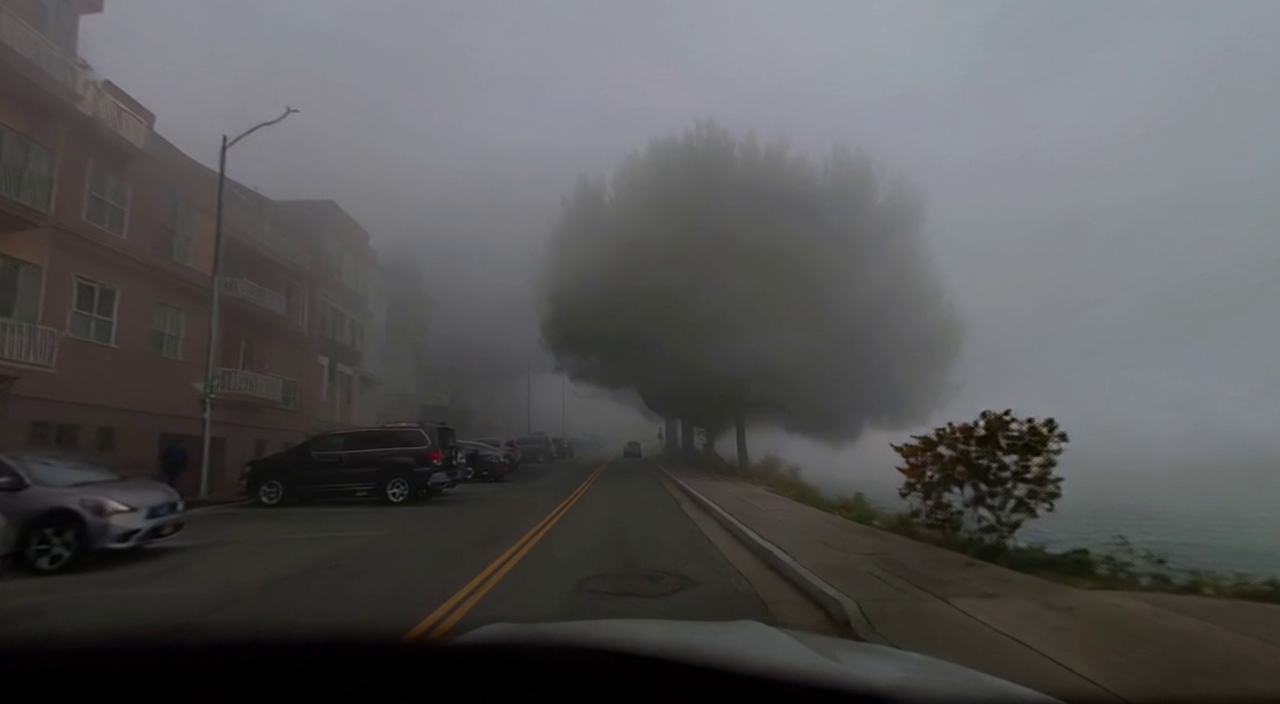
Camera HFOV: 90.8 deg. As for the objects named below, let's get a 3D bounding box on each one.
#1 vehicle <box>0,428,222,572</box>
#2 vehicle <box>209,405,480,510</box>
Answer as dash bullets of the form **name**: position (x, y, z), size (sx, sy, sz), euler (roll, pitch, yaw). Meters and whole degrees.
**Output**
- **vehicle**: position (-8.077, 1.798, 8.054), size (4.065, 1.599, 1.890), euler (0, -8, -3)
- **vehicle**: position (-7.227, 2.656, 16.113), size (5.592, 2.439, 2.515), euler (0, -9, -1)
